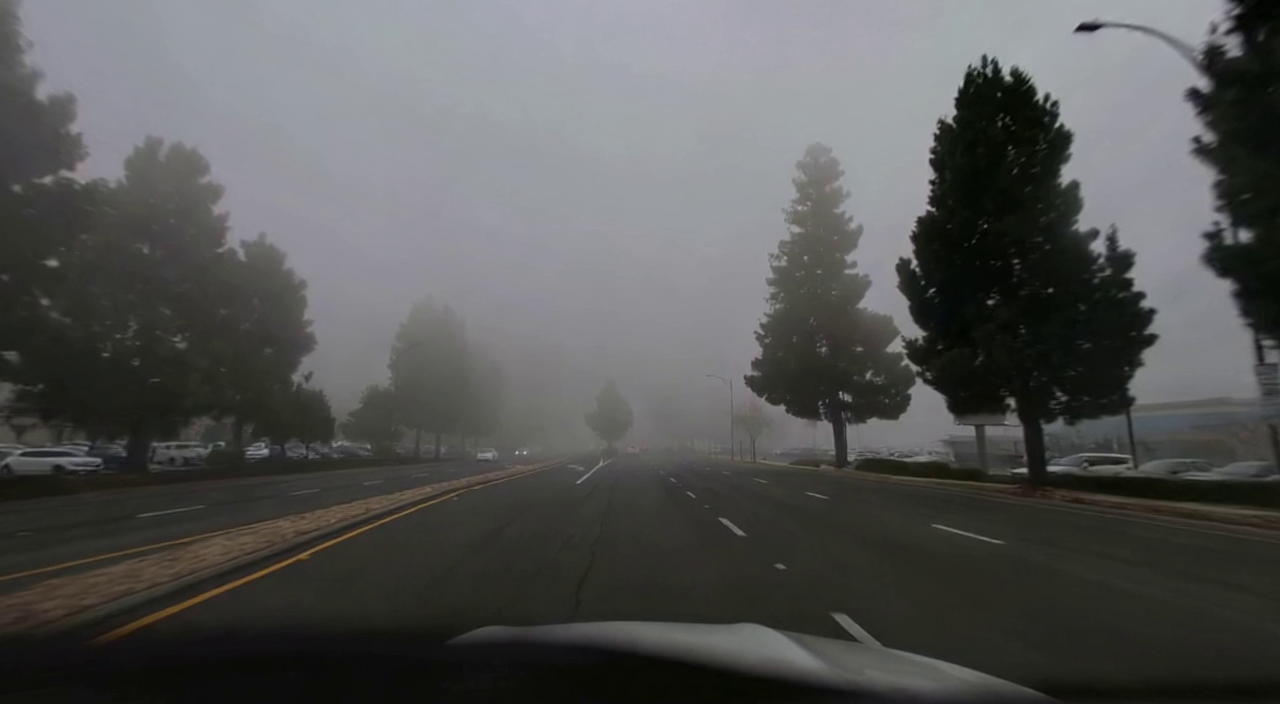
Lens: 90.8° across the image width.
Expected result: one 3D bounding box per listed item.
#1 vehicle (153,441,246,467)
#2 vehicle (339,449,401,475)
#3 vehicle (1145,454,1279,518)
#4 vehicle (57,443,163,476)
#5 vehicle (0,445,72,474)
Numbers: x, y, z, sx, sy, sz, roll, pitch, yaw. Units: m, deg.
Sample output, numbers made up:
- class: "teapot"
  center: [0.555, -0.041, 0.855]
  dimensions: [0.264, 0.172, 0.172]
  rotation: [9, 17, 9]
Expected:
- class: "vehicle"
  center: [-30.658, 7.101, 44.199]
  dimensions: [5.107, 1.753, 1.963]
  rotation: [5, -10, -31]
- class: "vehicle"
  center: [-16.415, 6.679, 38.624]
  dimensions: [1.876, 1.460, 4.433]
  rotation: [0, -8, -1]
- class: "vehicle"
  center: [20.394, 4.401, 21.041]
  dimensions: [5.097, 1.936, 2.254]
  rotation: [0, -9, 1]
- class: "vehicle"
  center: [-29.580, 5.989, 35.494]
  dimensions: [1.950, 1.696, 4.597]
  rotation: [0, -8, 0]
- class: "vehicle"
  center: [-35.138, 6.076, 35.964]
  dimensions: [1.736, 1.414, 4.170]
  rotation: [2, -8, -2]
